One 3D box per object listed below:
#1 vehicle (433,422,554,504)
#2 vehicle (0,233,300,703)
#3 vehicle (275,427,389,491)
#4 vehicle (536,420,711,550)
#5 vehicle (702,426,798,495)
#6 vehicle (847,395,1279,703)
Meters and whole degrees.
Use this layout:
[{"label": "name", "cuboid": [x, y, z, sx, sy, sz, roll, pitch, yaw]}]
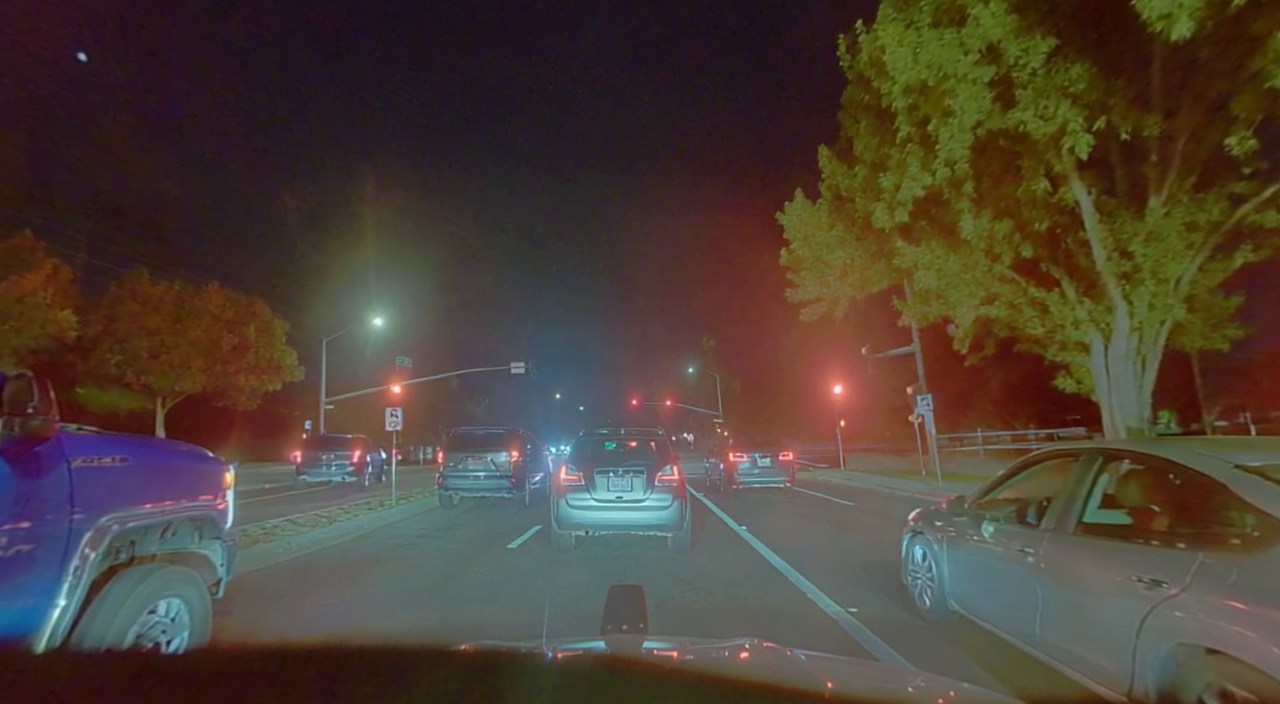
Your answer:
[{"label": "vehicle", "cuboid": [-3.677, 2.882, 16.800, 2.089, 1.857, 4.488, 0, -8, 1]}, {"label": "vehicle", "cuboid": [-3.464, 0.461, 0.985, 2.656, 2.021, 5.800, 0, -8, -1]}, {"label": "vehicle", "cuboid": [-9.320, 3.249, 19.582, 2.385, 1.687, 5.025, 2, -9, -17]}, {"label": "vehicle", "cuboid": [-0.216, 1.942, 9.821, 2.194, 1.607, 3.690, 0, -8, 0]}, {"label": "vehicle", "cuboid": [3.198, 3.269, 19.353, 2.102, 1.841, 4.587, 0, -8, 0]}, {"label": "vehicle", "cuboid": [3.005, 1.150, 3.855, 1.874, 1.477, 4.698, 0, -8, 0]}]
